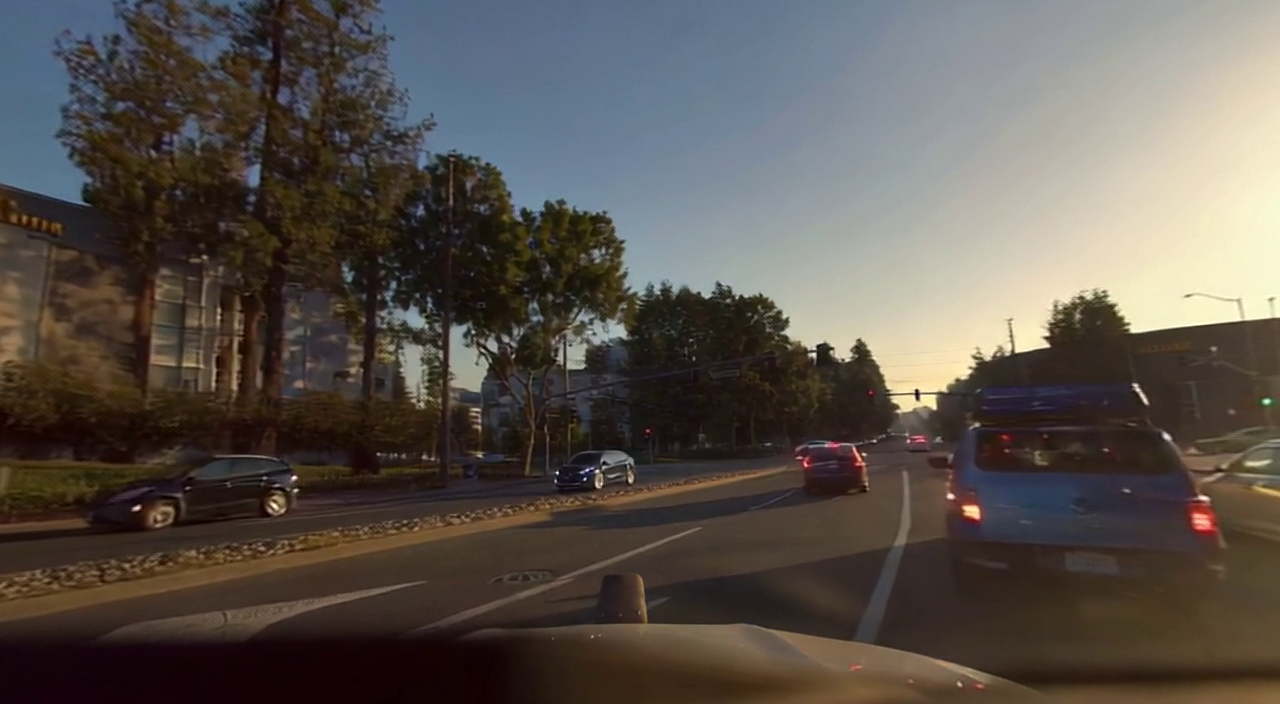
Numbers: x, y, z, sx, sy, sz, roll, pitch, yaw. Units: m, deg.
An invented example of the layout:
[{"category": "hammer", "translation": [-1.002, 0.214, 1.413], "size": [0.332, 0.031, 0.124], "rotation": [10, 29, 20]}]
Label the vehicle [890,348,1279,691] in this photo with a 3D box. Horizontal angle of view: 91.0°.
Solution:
[{"category": "vehicle", "translation": [3.657, 1.280, 5.942], "size": [2.188, 1.892, 4.488], "rotation": [-4, -9, 23]}]

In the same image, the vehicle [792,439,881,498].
[{"category": "vehicle", "translation": [5.941, 3.396, 18.720], "size": [2.010, 1.515, 4.152], "rotation": [-4, -9, 23]}]

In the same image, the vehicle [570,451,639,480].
[{"category": "vehicle", "translation": [-1.948, 6.451, 36.156], "size": [2.005, 1.489, 4.650], "rotation": [-4, -10, 24]}]

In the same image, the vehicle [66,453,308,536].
[{"category": "vehicle", "translation": [-11.221, 3.464, 16.031], "size": [2.018, 1.715, 4.451], "rotation": [-4, -10, 25]}]
